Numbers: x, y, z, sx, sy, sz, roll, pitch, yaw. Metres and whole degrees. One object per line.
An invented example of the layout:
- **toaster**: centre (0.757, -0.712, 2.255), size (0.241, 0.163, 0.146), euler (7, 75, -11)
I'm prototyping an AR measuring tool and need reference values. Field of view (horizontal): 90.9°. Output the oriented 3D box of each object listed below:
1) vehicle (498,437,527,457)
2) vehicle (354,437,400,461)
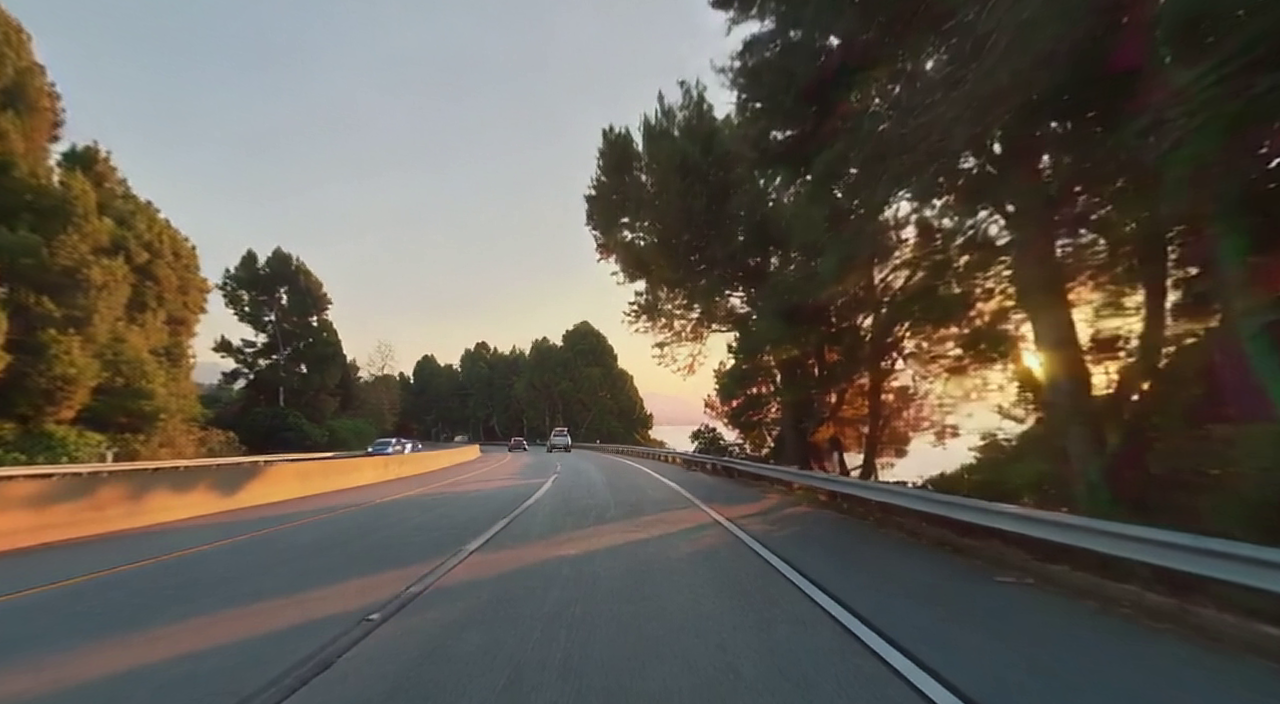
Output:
- **vehicle**: centre (-10.012, 7.466, 49.421), size (2.065, 1.466, 4.281), euler (2, -9, -13)
- **vehicle**: centre (-19.976, 7.384, 48.098), size (2.331, 1.704, 4.213), euler (2, -9, -11)
